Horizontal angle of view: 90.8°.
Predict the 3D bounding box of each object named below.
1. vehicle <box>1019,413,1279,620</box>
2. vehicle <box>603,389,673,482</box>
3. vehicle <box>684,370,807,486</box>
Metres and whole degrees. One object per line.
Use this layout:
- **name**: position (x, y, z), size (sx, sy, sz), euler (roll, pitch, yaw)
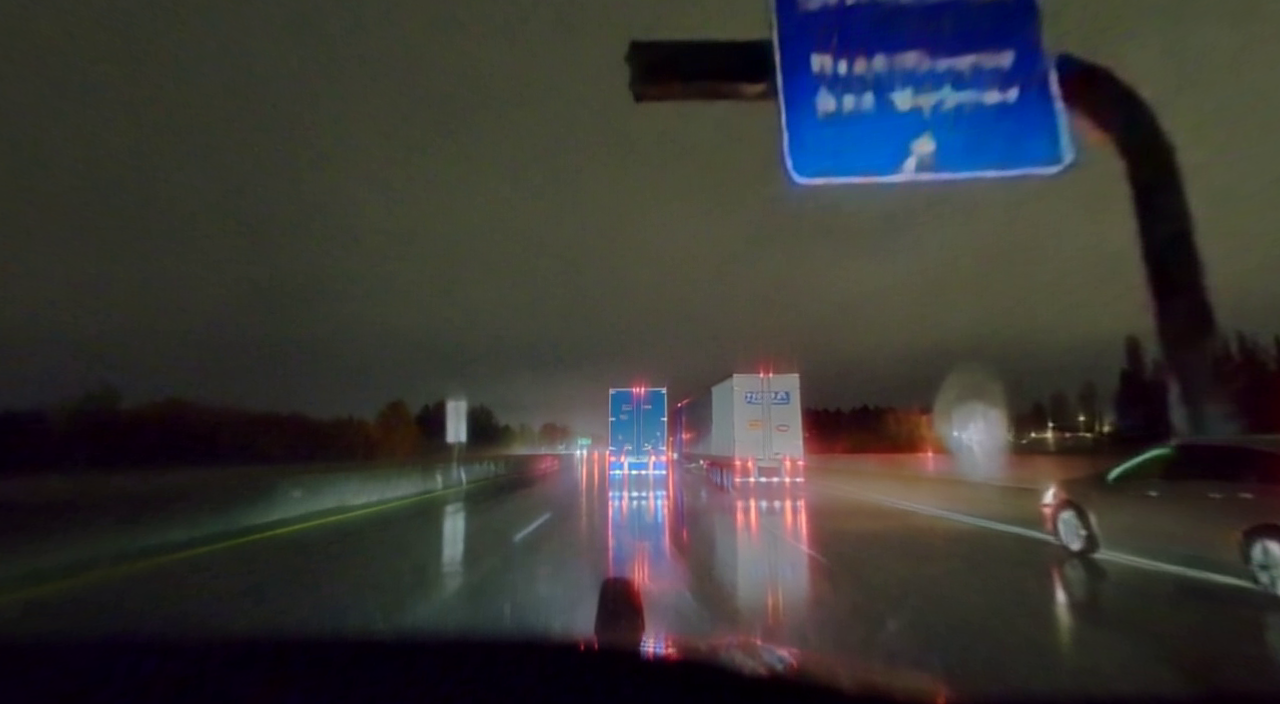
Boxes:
- **vehicle**: position (5.877, 1.381, 5.726), size (2.086, 1.530, 4.808), euler (-1, -9, 3)
- **vehicle**: position (-0.095, 4.153, 30.855), size (2.864, 3.805, 9.709), euler (0, -9, 0)
- **vehicle**: position (4.277, 3.810, 29.872), size (3.044, 4.128, 14.482), euler (0, -9, -1)
